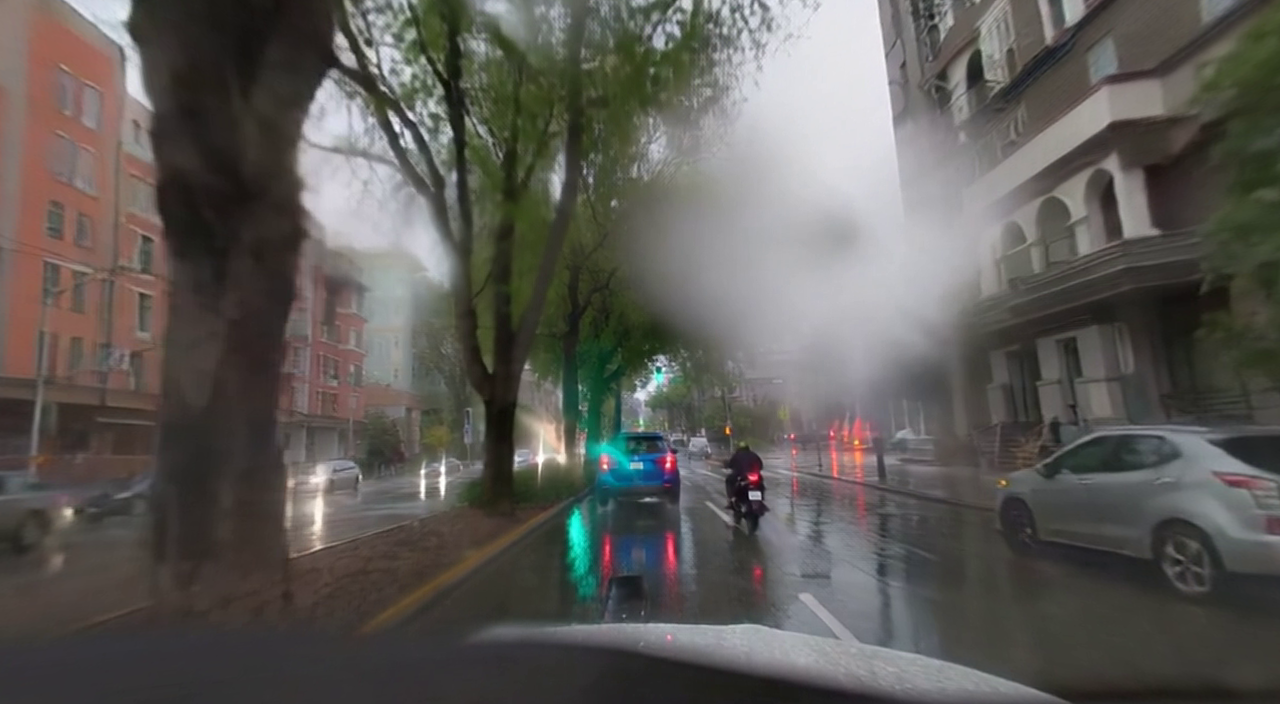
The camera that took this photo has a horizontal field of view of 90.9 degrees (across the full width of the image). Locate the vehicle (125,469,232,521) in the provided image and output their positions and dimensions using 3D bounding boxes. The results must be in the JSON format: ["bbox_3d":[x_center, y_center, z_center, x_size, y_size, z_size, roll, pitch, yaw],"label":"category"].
[{"bbox_3d":[-18.521,5.715,25.582,2.032,1.701,4.475,2,-9,-17],"label":"vehicle"}]

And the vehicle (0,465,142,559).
[{"bbox_3d":[-13.672,3.418,13.751,1.926,1.732,4.635,0,-9,-2],"label":"vehicle"}]

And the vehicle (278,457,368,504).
[{"bbox_3d":[-13.519,5.464,27.218,1.871,1.786,4.386,0,-9,-4],"label":"vehicle"}]

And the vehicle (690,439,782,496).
[{"bbox_3d":[2.769,3.466,19.243,2.101,1.507,4.355,0,-9,0],"label":"vehicle"}]

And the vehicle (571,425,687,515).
[{"bbox_3d":[-0.200,2.641,14.508,2.265,1.748,4.130,0,-9,1],"label":"vehicle"}]
